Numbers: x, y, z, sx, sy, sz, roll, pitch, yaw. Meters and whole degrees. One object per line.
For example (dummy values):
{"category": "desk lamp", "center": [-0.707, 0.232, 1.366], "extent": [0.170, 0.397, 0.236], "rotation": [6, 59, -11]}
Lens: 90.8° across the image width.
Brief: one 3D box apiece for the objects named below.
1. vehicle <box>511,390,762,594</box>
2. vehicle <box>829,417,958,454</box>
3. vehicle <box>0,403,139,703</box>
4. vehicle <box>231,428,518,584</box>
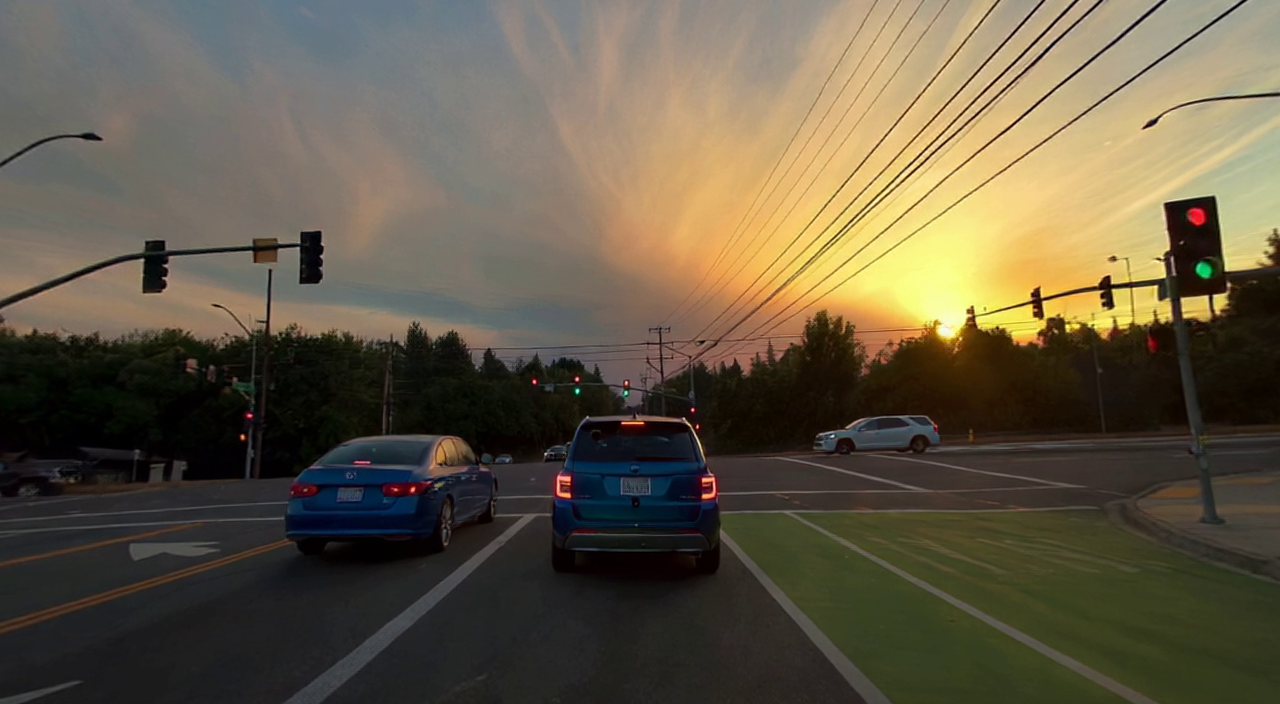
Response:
{"category": "vehicle", "center": [-0.055, 1.518, 7.617], "extent": [2.182, 1.773, 4.041], "rotation": [0, -8, -1]}
{"category": "vehicle", "center": [13.836, 4.608, 34.814], "extent": [6.143, 1.944, 2.229], "rotation": [-1, -8, 5]}
{"category": "vehicle", "center": [-3.352, 0.663, 0.445], "extent": [1.928, 1.488, 4.936], "rotation": [0, -8, 0]}
{"category": "vehicle", "center": [-2.928, 1.768, 8.008], "extent": [1.969, 1.486, 3.702], "rotation": [0, -8, 1]}
